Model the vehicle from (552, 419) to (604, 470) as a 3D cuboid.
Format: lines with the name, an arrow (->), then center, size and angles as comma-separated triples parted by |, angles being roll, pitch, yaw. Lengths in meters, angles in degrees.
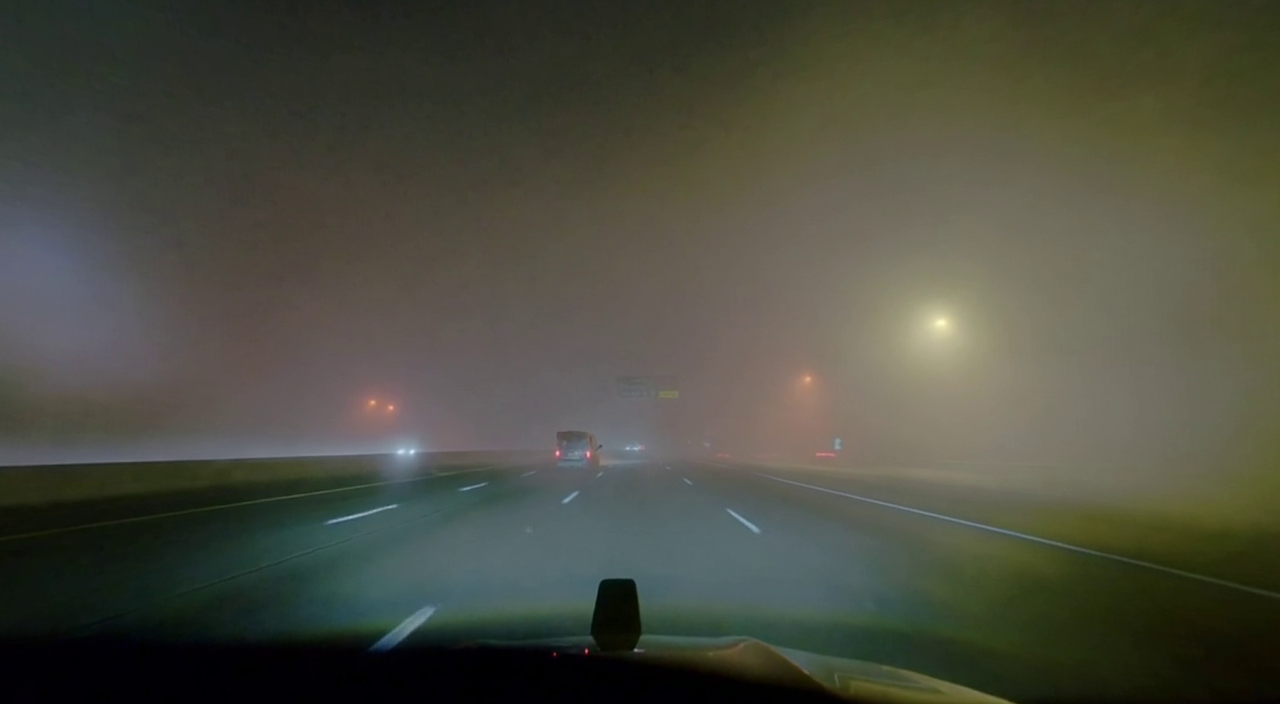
vehicle -> -3.822, 5.967, 40.691 | 2.881, 2.937, 7.045 | 0, -9, -2
